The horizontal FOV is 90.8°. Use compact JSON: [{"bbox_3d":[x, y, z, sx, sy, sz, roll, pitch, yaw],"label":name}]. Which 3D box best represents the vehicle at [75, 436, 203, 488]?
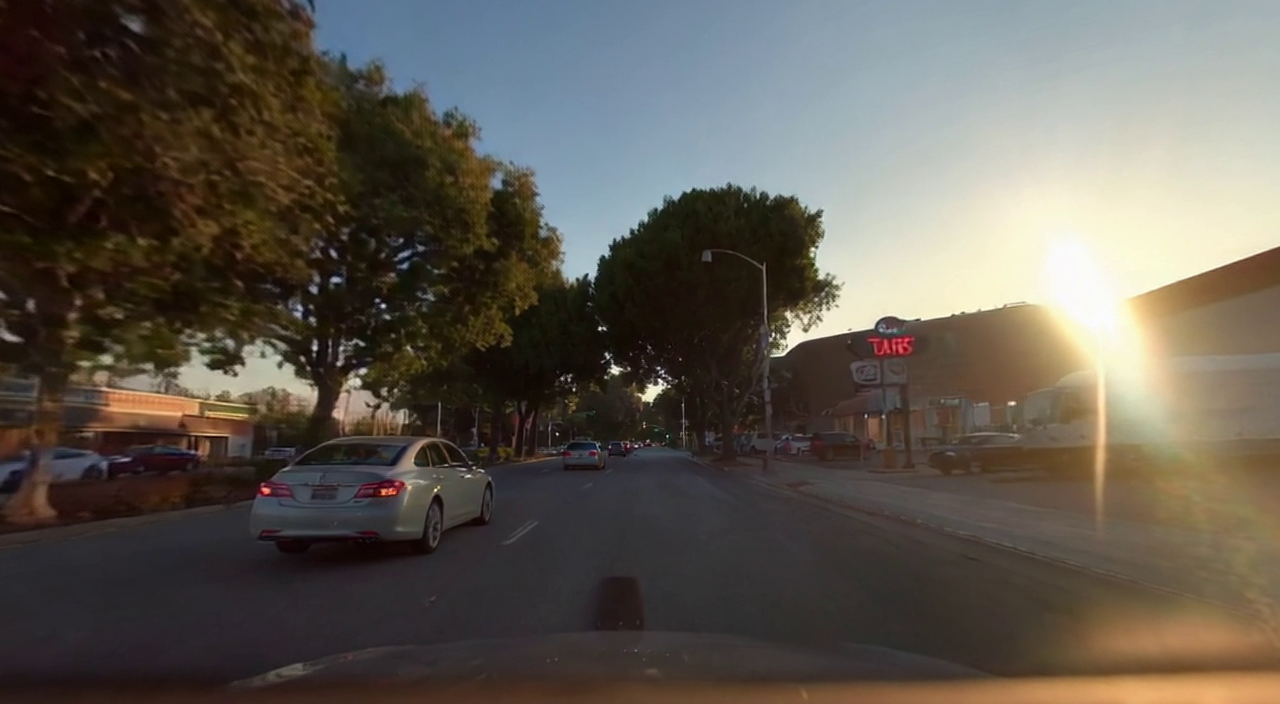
[{"bbox_3d":[-25.804,5.686,32.870,2.393,2.465,5.027,-1,-9,0],"label":"vehicle"}]

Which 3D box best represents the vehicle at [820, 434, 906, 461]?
[{"bbox_3d":[14.174,6.097,40.363,4.697,1.518,1.990,-2,-7,-2],"label":"vehicle"}]

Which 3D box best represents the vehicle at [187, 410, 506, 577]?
[{"bbox_3d":[-3.432,1.769,8.675,2.126,1.655,4.560,0,-9,1],"label":"vehicle"}]

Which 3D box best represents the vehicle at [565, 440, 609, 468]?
[{"bbox_3d":[-2.915,5.768,35.755,1.955,1.461,4.396,0,-9,2],"label":"vehicle"}]

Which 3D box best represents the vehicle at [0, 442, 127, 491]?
[{"bbox_3d":[-25.706,4.881,27.335,2.258,1.896,5.595,0,-9,0],"label":"vehicle"}]

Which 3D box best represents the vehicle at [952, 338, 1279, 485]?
[{"bbox_3d":[15.159,1.973,20.479,8.300,4.310,2.832,-1,-9,0],"label":"vehicle"}]
